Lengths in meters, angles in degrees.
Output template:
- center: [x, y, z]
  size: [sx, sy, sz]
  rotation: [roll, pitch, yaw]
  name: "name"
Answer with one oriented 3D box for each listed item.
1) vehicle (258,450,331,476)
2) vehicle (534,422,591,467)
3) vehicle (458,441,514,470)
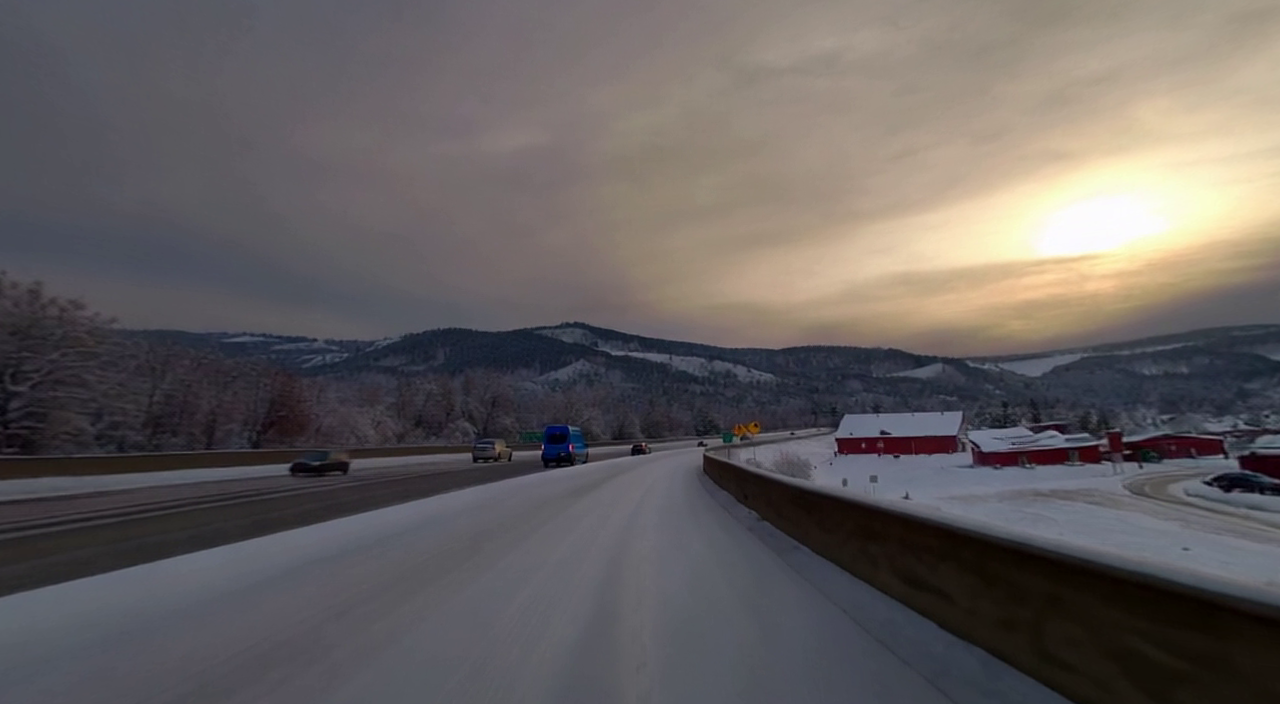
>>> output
- center: [-21.298, 6.828, 39.146]
  size: [1.866, 1.487, 4.409]
  rotation: [-1, -9, 3]
  name: "vehicle"
- center: [-4.964, 6.095, 41.559]
  size: [2.314, 2.703, 6.441]
  rotation: [-1, -9, 6]
  name: "vehicle"
- center: [-8.771, 5.944, 36.464]
  size: [1.821, 1.524, 4.342]
  rotation: [-1, -9, 5]
  name: "vehicle"
